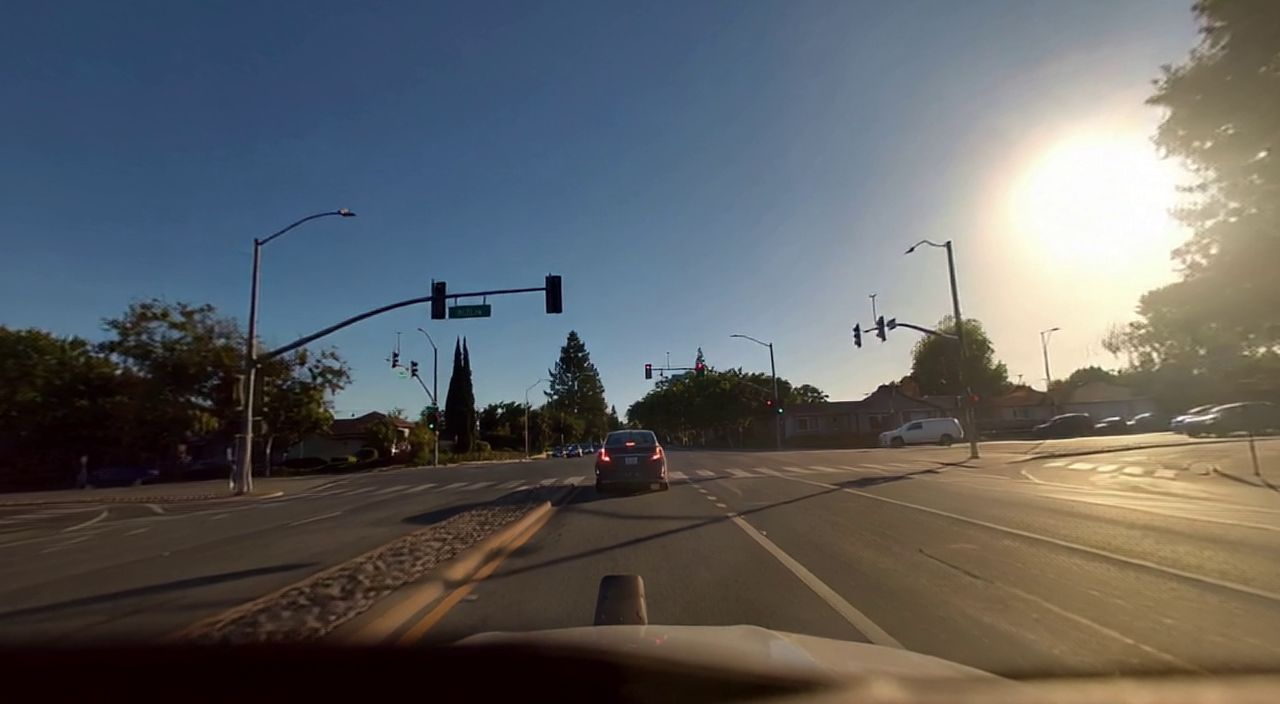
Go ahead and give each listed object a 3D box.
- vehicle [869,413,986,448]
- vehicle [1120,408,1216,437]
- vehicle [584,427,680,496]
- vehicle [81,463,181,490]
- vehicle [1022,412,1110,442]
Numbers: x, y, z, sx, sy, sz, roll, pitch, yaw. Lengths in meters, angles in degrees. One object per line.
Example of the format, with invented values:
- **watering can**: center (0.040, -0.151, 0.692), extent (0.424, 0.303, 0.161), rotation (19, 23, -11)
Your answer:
- **vehicle**: center (17.932, 4.924, 39.677), extent (6.025, 2.000, 2.876), rotation (1, -7, -2)
- **vehicle**: center (35.916, 4.806, 43.068), extent (4.735, 1.784, 2.094), rotation (1, -7, -3)
- **vehicle**: center (-0.083, 2.887, 17.055), extent (2.074, 1.570, 3.647), rotation (0, -8, 7)
- **vehicle**: center (-35.918, 8.764, 44.688), extent (5.009, 1.739, 2.092), rotation (1, -8, -6)
- **vehicle**: center (28.655, 5.095, 42.611), extent (4.557, 1.899, 1.996), rotation (1, -8, -5)
